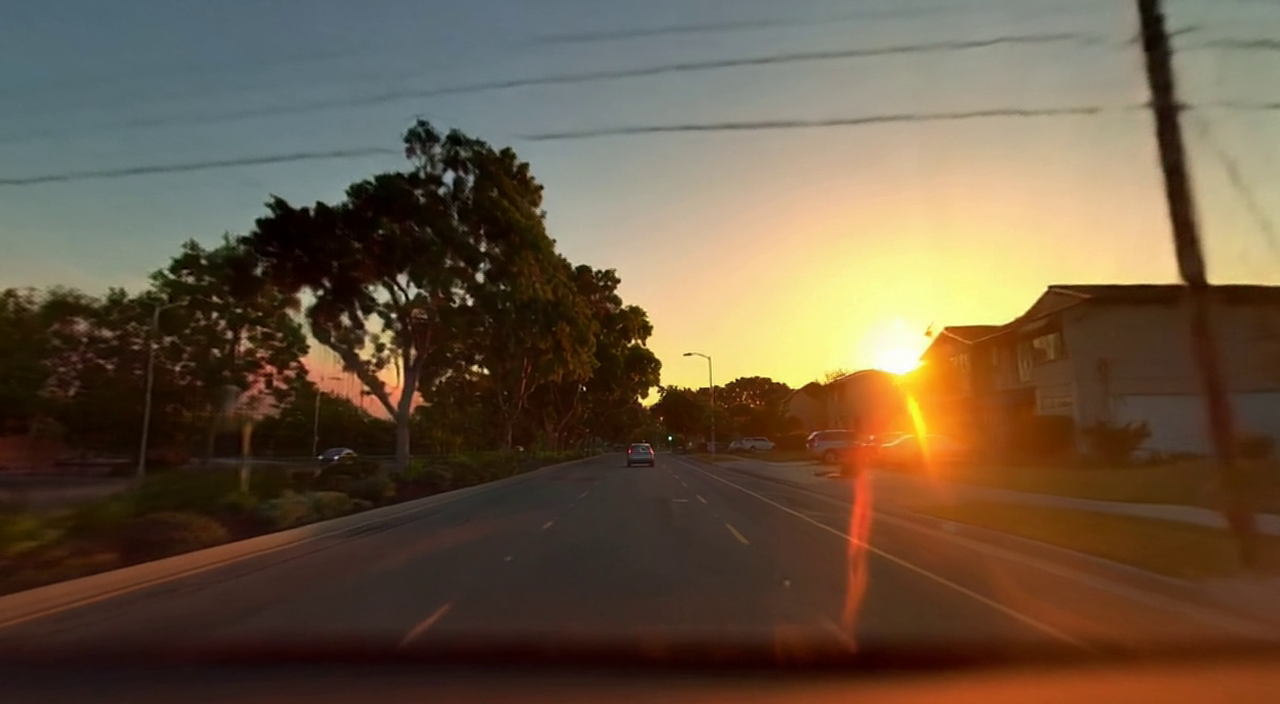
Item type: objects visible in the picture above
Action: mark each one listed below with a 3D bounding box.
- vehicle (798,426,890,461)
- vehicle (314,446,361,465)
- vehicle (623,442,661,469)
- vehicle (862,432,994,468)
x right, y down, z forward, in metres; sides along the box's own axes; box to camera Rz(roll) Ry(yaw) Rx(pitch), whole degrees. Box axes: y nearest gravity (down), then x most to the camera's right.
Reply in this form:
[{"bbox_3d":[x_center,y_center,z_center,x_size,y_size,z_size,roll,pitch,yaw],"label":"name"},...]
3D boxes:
[{"bbox_3d":[12.493,5.665,38.733,4.923,2.019,1.985,0,-9,2],"label":"vehicle"},{"bbox_3d":[-23.933,8.187,49.796,1.892,1.455,3.564,0,-8,1],"label":"vehicle"},{"bbox_3d":[0.120,6.025,36.651,2.054,1.456,4.003,0,-8,0],"label":"vehicle"},{"bbox_3d":[12.437,4.252,27.306,4.787,1.494,1.887,0,-8,1],"label":"vehicle"}]
